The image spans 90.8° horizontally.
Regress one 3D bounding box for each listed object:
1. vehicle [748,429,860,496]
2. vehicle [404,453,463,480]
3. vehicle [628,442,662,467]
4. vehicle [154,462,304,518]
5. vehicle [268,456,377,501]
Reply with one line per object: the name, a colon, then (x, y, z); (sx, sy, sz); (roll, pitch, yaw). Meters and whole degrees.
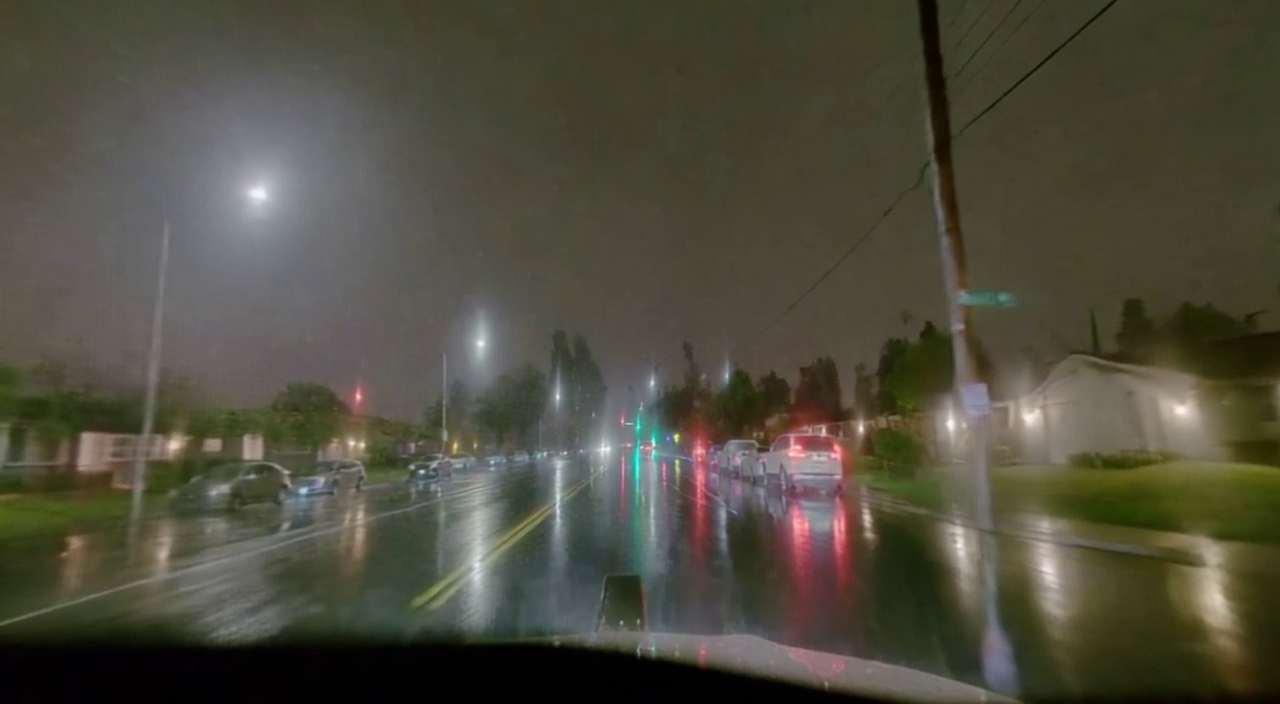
vehicle: (4.869, 3.374, 19.677); (2.022, 1.799, 5.105); (0, -9, -1)
vehicle: (-12.803, 7.122, 39.518); (1.969, 1.490, 4.675); (0, -9, 1)
vehicle: (0.261, 6.379, 39.571); (2.022, 1.471, 3.973); (0, -9, -1)
vehicle: (-12.776, 4.279, 20.043); (1.834, 1.467, 4.357); (0, -9, -1)
vehicle: (-12.690, 5.053, 25.658); (1.880, 1.523, 4.833); (0, -9, 1)
